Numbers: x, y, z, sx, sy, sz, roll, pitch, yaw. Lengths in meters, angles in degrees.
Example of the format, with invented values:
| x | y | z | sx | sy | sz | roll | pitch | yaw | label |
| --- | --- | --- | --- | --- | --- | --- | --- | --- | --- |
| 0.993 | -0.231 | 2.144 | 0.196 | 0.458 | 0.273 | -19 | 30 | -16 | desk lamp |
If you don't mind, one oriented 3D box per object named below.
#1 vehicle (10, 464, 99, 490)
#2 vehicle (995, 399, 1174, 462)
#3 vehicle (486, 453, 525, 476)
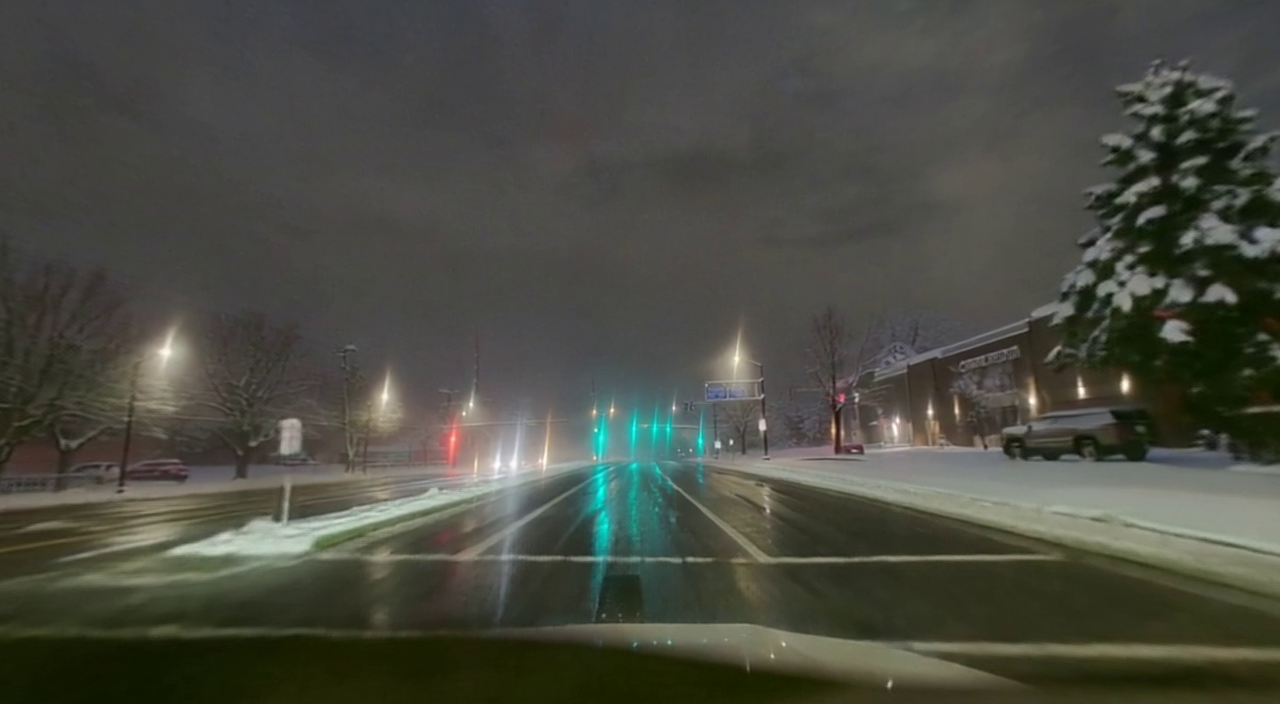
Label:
| x | y | z | sx | sy | sz | roll | pitch | yaw | label |
| --- | --- | --- | --- | --- | --- | --- | --- | --- | --- |
| -41.479 | 8.829 | 44.817 | 4.377 | 1.711 | 1.930 | 0 | -8 | 1 | vehicle |
| 16.651 | 3.056 | 24.250 | 2.228 | 2.098 | 5.872 | 0 | -8 | -4 | vehicle |
| -9.776 | 8.188 | 46.246 | 1.893 | 1.525 | 4.237 | 0 | -8 | 1 | vehicle |
